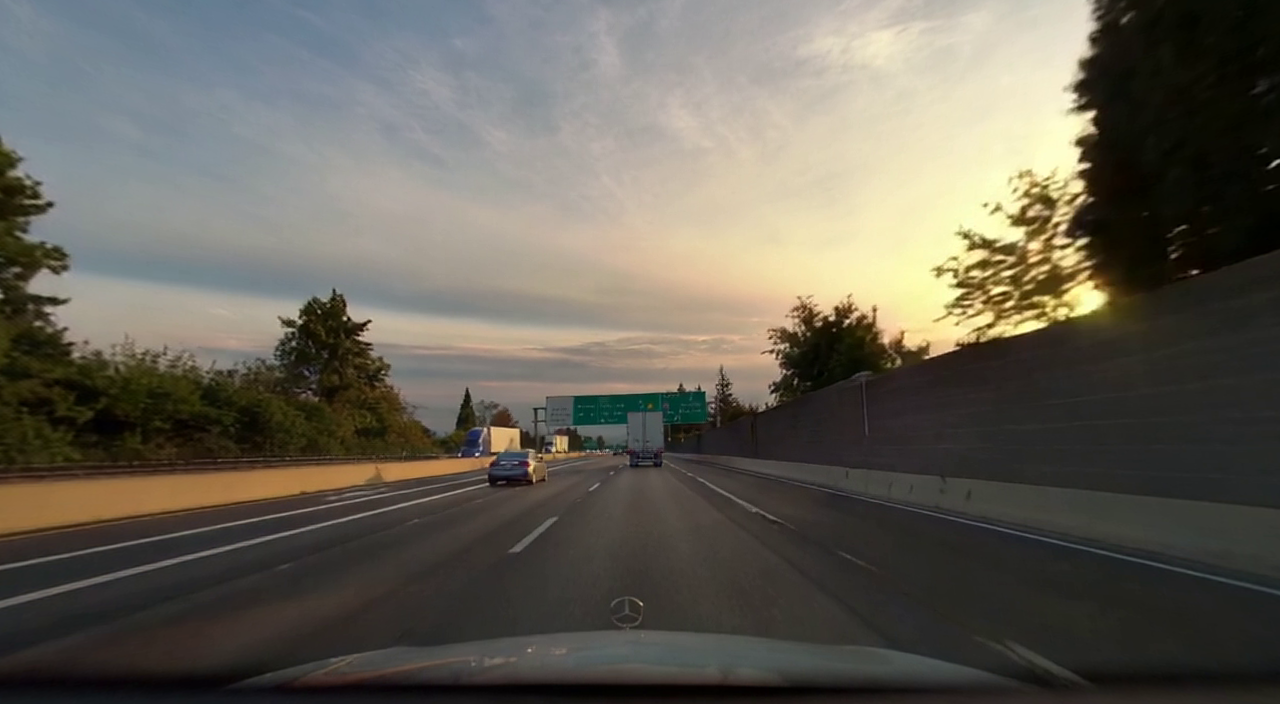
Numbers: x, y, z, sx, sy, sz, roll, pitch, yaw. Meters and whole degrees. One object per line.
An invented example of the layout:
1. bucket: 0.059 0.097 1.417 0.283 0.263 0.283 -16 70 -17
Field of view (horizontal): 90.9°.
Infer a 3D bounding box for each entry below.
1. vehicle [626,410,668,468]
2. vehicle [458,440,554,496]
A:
1. vehicle: 0.571 6.895 49.613 2.980 4.051 10.359 0 -9 1
2. vehicle: -4.033 3.571 19.790 1.974 1.531 4.429 0 -9 1
